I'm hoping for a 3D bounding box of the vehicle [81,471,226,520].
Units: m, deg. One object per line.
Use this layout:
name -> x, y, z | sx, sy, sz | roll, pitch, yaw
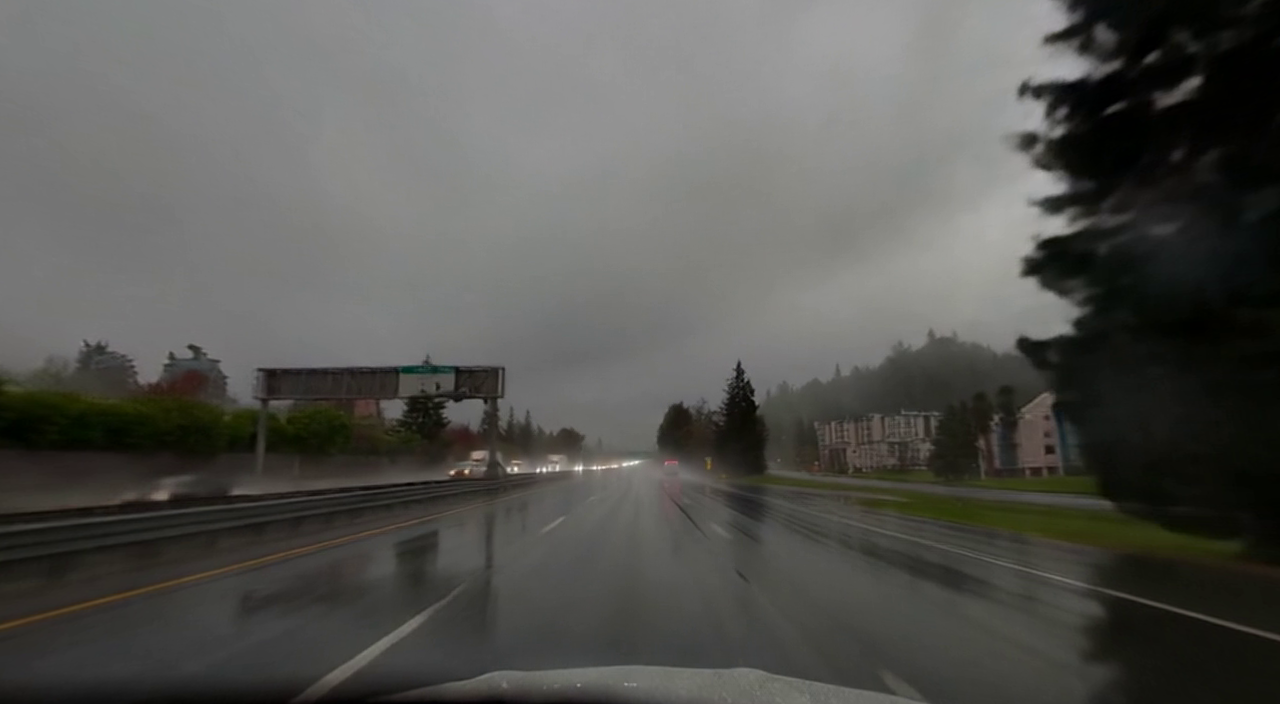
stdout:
vehicle -> -16.007, 4.704, 21.010 | 1.878, 1.427, 3.636 | 1, -11, 0
